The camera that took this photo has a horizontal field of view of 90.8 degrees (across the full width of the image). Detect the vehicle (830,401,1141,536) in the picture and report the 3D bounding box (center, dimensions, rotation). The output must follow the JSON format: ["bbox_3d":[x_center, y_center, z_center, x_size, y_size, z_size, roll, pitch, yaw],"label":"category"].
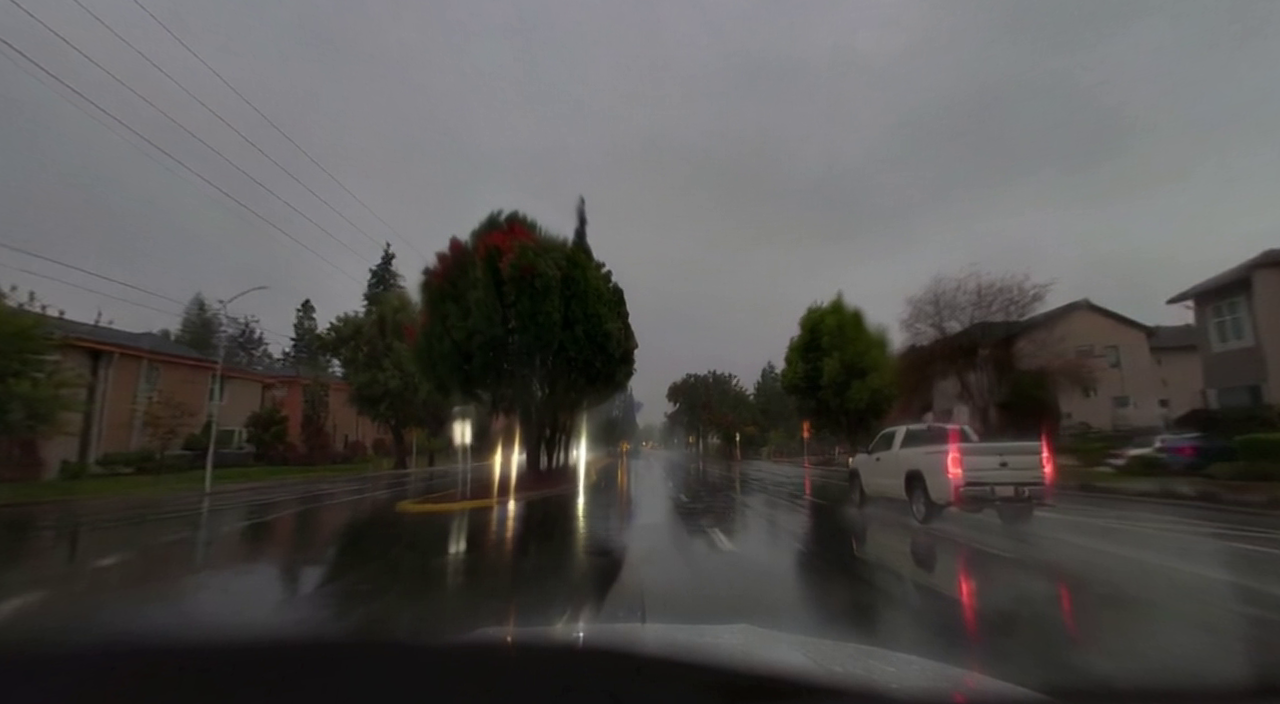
[{"bbox_3d":[5.985,2.177,12.352,2.493,1.956,6.125,0,-9,-1],"label":"vehicle"}]
